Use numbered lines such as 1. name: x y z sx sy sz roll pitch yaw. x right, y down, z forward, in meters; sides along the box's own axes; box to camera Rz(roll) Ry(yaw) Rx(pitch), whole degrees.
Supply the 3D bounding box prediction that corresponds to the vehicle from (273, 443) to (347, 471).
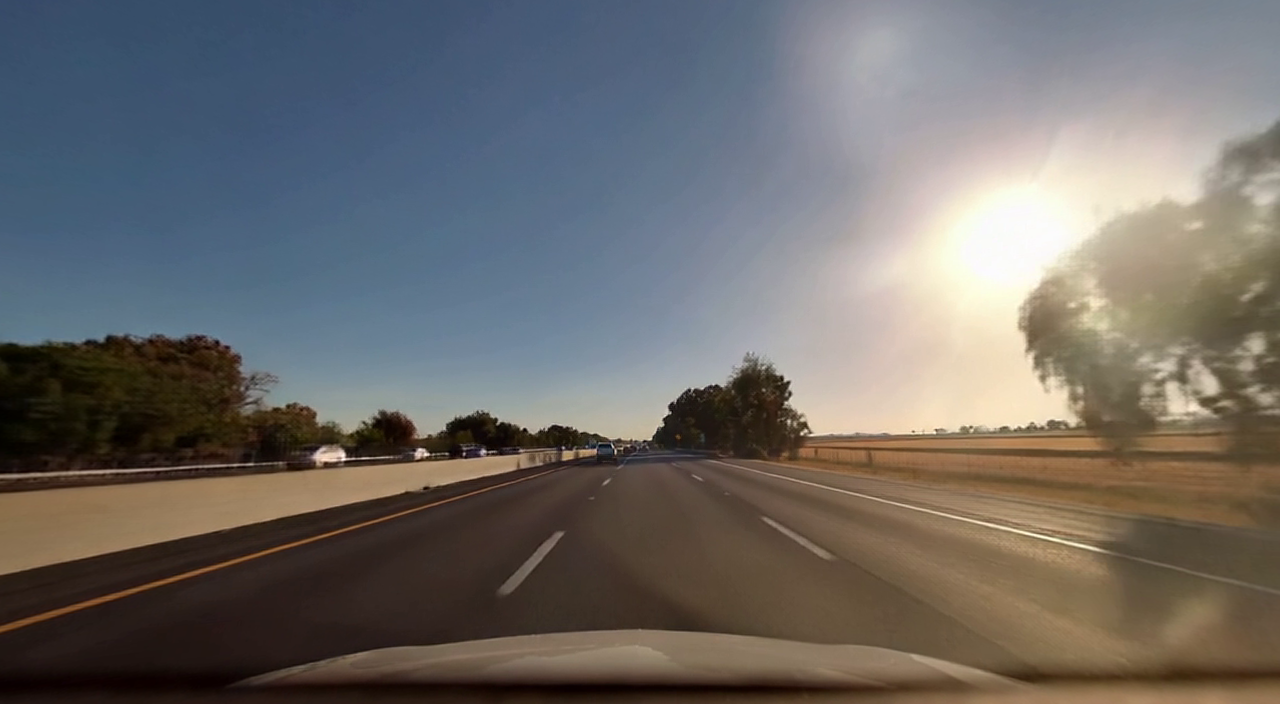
1. vehicle: -24.643 7.840 47.357 2.255 1.945 5.875 0 -9 1
